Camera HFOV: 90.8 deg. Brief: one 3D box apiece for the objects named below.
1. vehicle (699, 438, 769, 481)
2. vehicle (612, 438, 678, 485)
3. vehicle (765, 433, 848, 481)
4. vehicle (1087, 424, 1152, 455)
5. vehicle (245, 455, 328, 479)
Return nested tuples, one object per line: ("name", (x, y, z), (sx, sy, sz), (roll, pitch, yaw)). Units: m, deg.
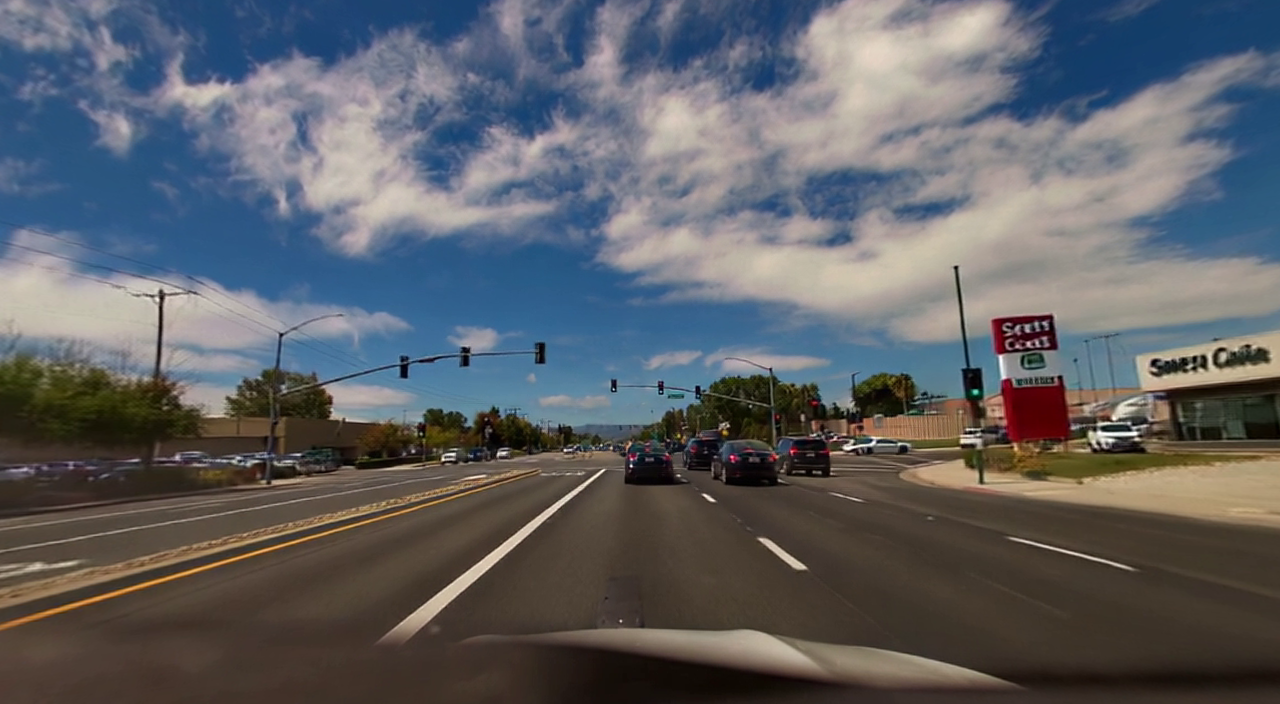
("vehicle", (3.538, 4.146, 24.577), (1.889, 1.473, 4.643), (0, -9, -1))
("vehicle", (0.124, 3.835, 22.334), (2.135, 1.468, 4.076), (0, -9, -1))
("vehicle", (6.447, 4.123, 24.971), (2.009, 1.700, 4.275), (0, -9, -1))
("vehicle", (25.926, 4.814, 34.346), (2.222, 1.538, 4.817), (-5, -10, 31))
("vehicle", (-26.223, 8.533, 47.011), (4.780, 1.669, 2.232), (0, -9, -2))
